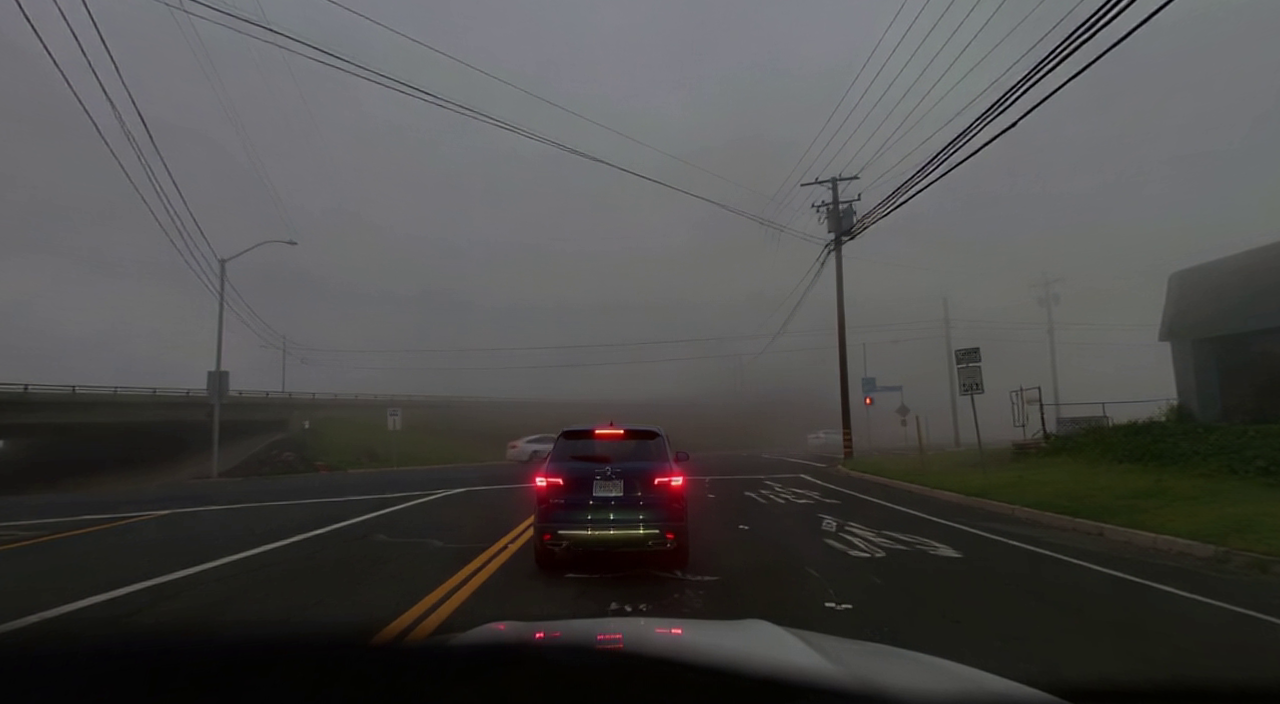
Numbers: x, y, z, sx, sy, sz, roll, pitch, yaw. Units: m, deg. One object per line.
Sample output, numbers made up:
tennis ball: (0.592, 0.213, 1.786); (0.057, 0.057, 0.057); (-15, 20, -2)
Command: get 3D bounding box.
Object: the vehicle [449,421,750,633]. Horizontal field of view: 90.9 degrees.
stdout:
vehicle: (-0.245, 1.529, 6.470); (2.090, 1.458, 4.033); (-1, -9, 1)
